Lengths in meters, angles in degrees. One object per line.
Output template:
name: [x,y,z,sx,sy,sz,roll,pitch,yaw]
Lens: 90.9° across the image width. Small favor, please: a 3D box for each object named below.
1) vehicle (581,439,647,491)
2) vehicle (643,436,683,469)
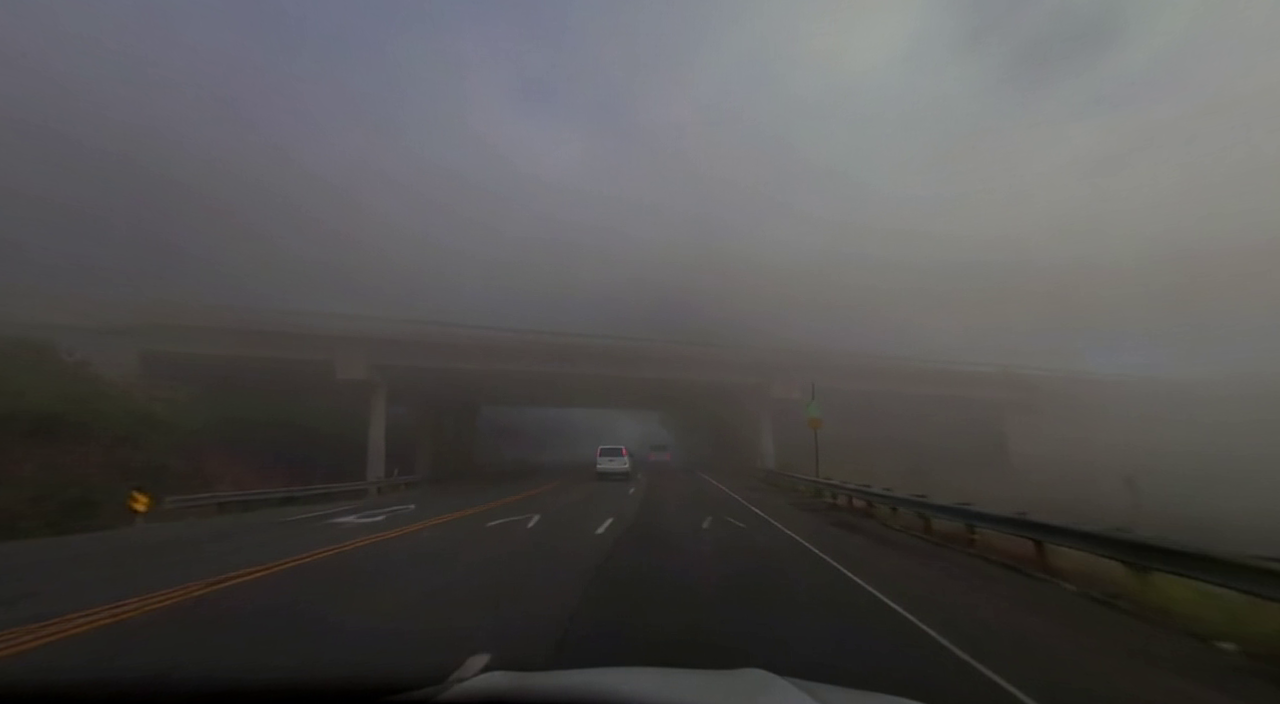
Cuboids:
vehicle: [-0.823,3.788,21.414,2.037,1.601,3.643,0,-9,-1]
vehicle: [1.431,6.504,40.884,2.273,2.010,4.396,0,-9,-2]
